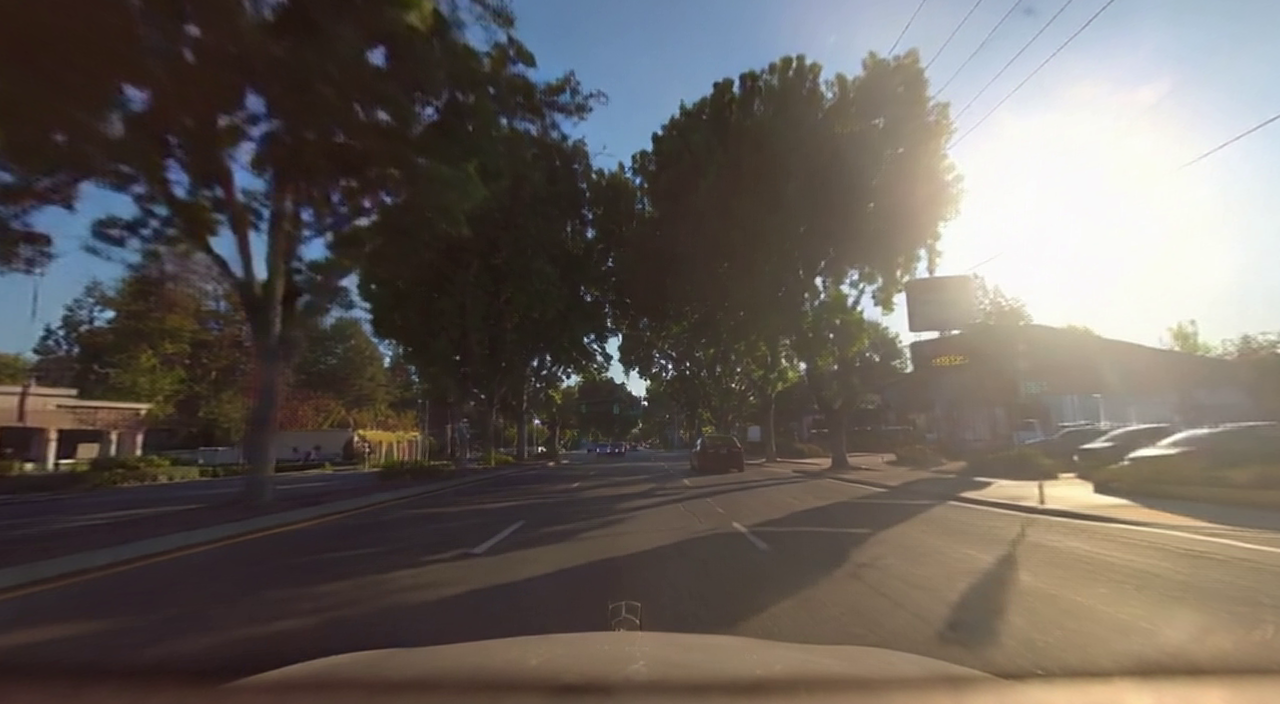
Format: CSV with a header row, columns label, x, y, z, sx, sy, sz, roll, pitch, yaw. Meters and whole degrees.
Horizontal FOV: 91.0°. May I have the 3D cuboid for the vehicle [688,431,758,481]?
label,x,y,z,sx,sy,sz,roll,pitch,yaw
vehicle,3.148,4.056,24.856,2.083,1.743,4.354,1,-8,-1
